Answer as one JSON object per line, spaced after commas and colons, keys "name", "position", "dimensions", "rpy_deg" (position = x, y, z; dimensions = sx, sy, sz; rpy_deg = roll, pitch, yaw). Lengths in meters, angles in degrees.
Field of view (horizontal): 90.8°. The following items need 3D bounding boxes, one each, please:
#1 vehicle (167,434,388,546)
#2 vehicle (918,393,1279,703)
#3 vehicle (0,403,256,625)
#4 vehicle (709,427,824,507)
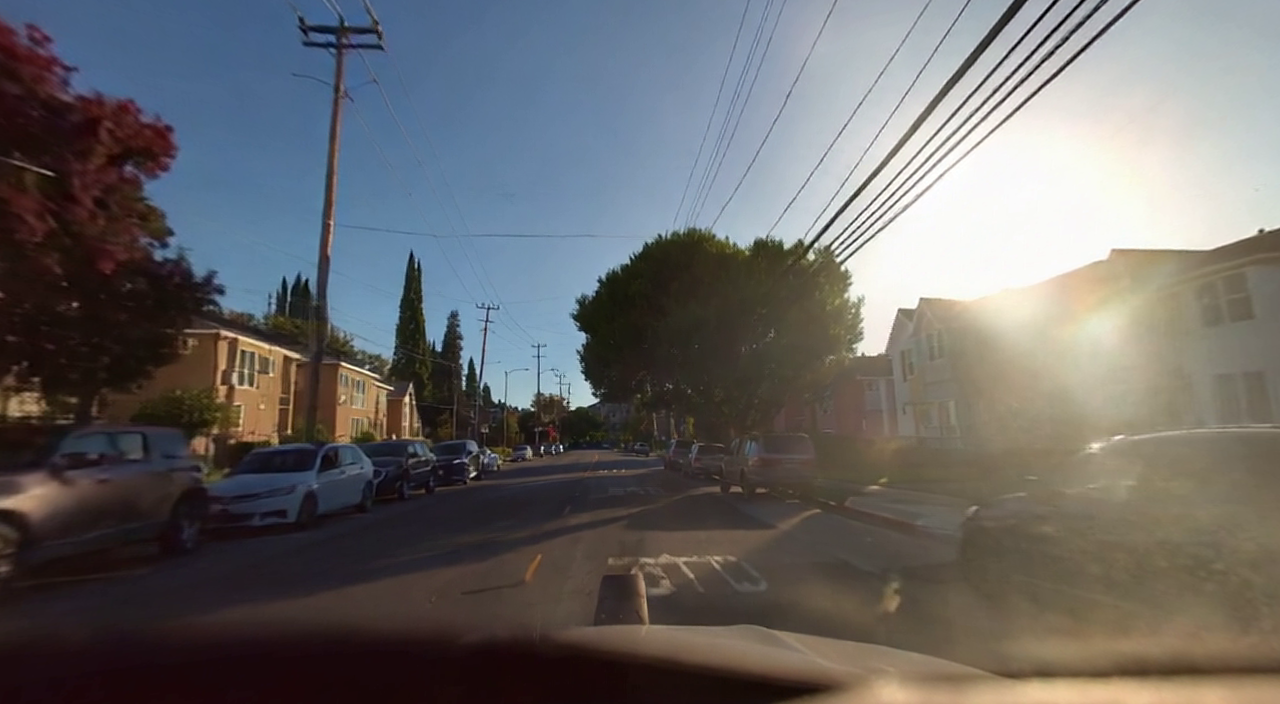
{"name": "vehicle", "position": [-6.384, 2.373, 11.814], "dimensions": [1.863, 1.561, 4.380], "rpy_deg": [-3, -7, -5]}
{"name": "vehicle", "position": [3.895, 1.117, 3.876], "dimensions": [1.910, 1.567, 4.856], "rpy_deg": [0, -9, -3]}
{"name": "vehicle", "position": [-6.291, 1.495, 6.513], "dimensions": [2.094, 1.766, 4.482], "rpy_deg": [1, -8, -5]}
{"name": "vehicle", "position": [3.056, 2.886, 16.233], "dimensions": [1.936, 1.756, 4.127], "rpy_deg": [0, -9, -2]}
